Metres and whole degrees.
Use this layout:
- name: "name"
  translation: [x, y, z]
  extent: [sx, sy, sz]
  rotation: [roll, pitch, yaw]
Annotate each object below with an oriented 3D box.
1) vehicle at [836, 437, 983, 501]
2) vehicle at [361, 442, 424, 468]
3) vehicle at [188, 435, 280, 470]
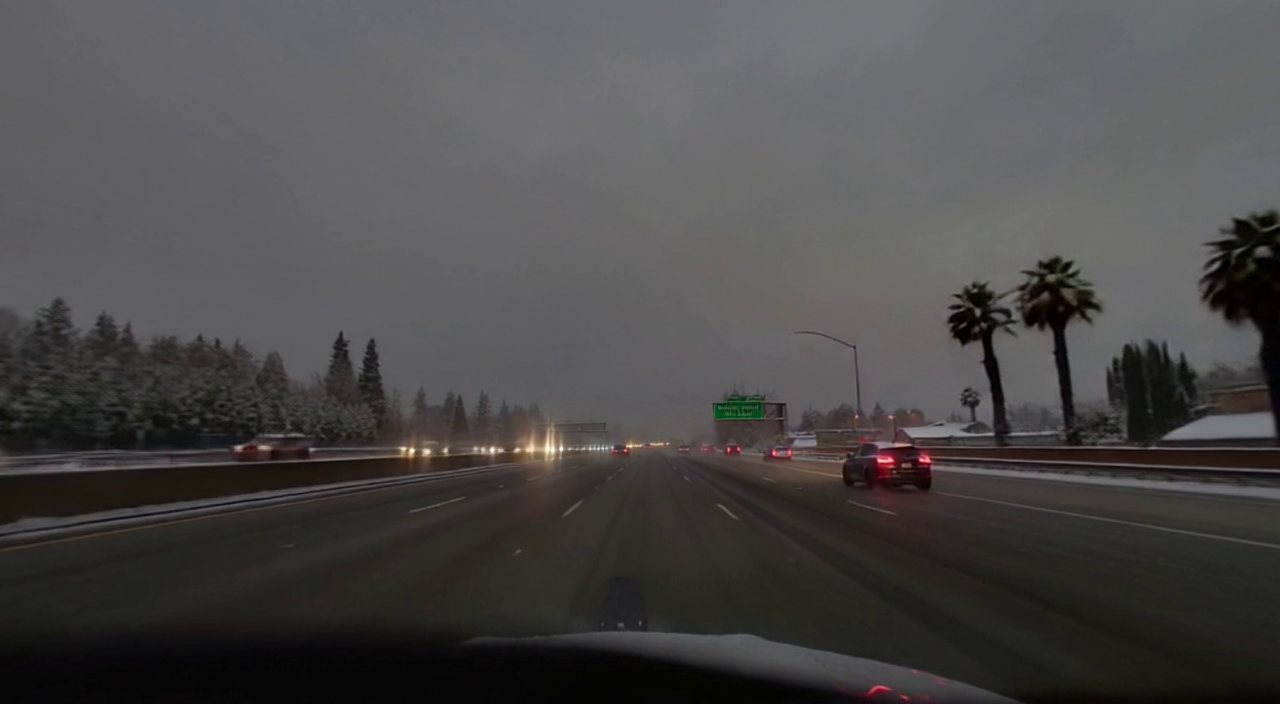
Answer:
- name: "vehicle"
  translation: [7.295, 3.206, 17.740]
  extent: [2.071, 1.543, 4.702]
  rotation: [0, -8, 0]
- name: "vehicle"
  translation: [-14.946, 6.243, 38.344]
  extent: [1.886, 1.458, 4.457]
  rotation: [0, -8, 2]
- name: "vehicle"
  translation: [-21.465, 5.341, 33.597]
  extent: [1.894, 1.719, 4.407]
  rotation: [0, -8, 1]
